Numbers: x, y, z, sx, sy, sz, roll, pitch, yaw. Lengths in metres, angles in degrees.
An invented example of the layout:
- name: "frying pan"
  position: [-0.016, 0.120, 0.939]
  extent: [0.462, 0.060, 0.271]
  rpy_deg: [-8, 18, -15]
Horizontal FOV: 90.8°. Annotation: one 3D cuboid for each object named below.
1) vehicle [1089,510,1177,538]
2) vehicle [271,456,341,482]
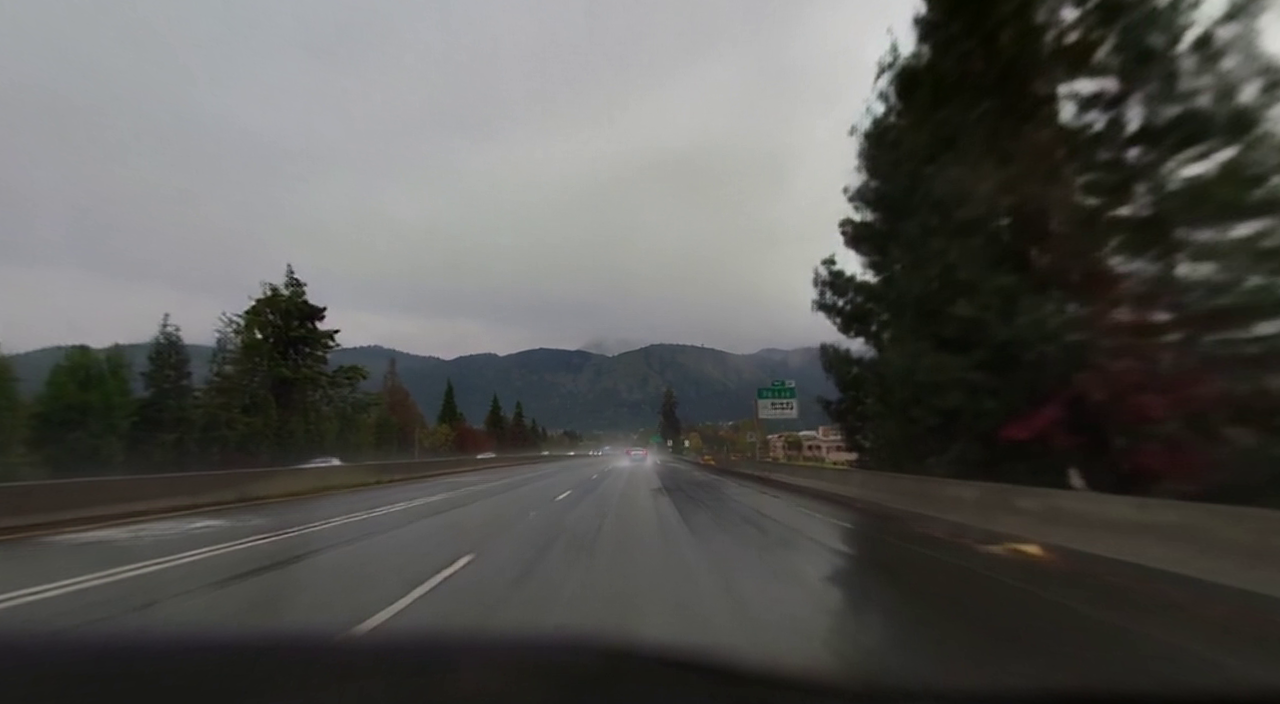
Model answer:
- name: "vehicle"
  position: [36.472, 12.733, 46.800]
  extent: [4.860, 1.747, 2.125]
  rpy_deg: [1, -8, -5]
- name: "vehicle"
  position: [-21.224, 7.406, 40.354]
  extent: [1.917, 1.480, 4.664]
  rpy_deg: [0, -9, 1]
